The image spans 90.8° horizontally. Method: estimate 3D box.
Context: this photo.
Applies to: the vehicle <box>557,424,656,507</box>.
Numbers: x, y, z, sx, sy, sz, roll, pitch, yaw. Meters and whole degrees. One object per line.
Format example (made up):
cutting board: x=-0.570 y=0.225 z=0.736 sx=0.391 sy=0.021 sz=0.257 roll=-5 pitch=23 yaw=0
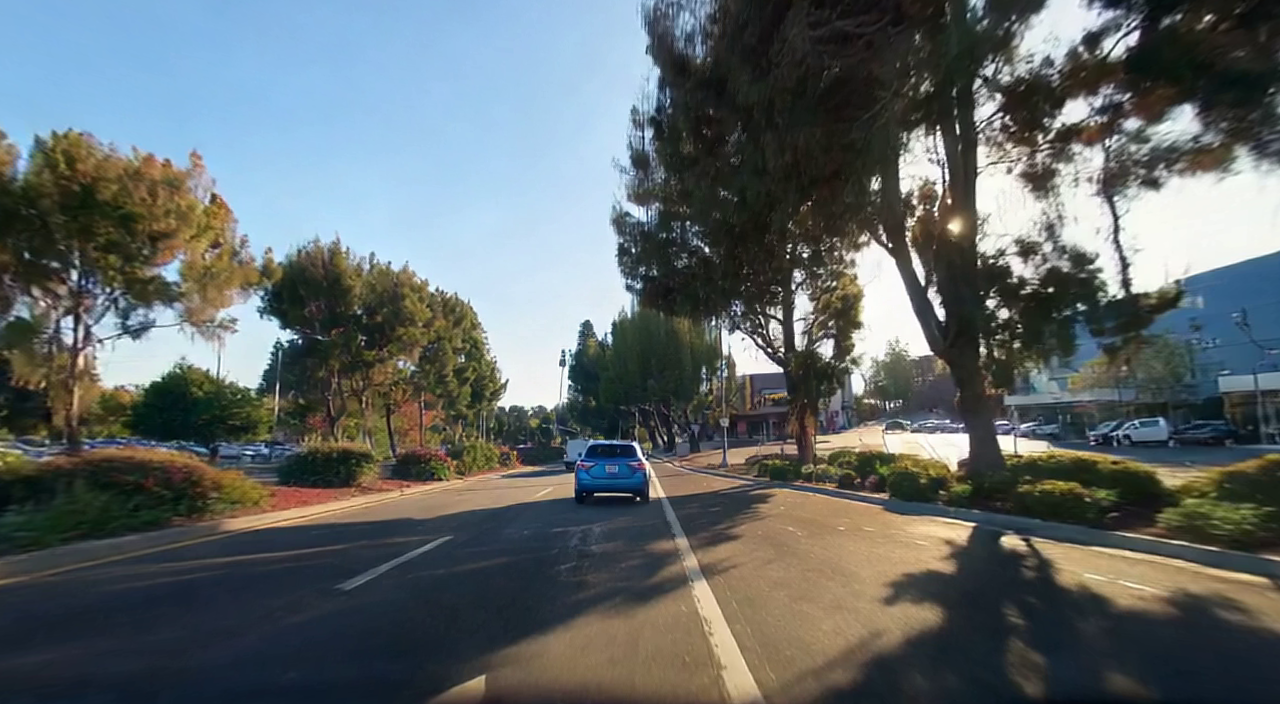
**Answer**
vehicle: x=-0.729 y=2.766 z=15.824 sx=2.131 sy=1.761 sz=4.242 roll=0 pitch=-8 yaw=0
